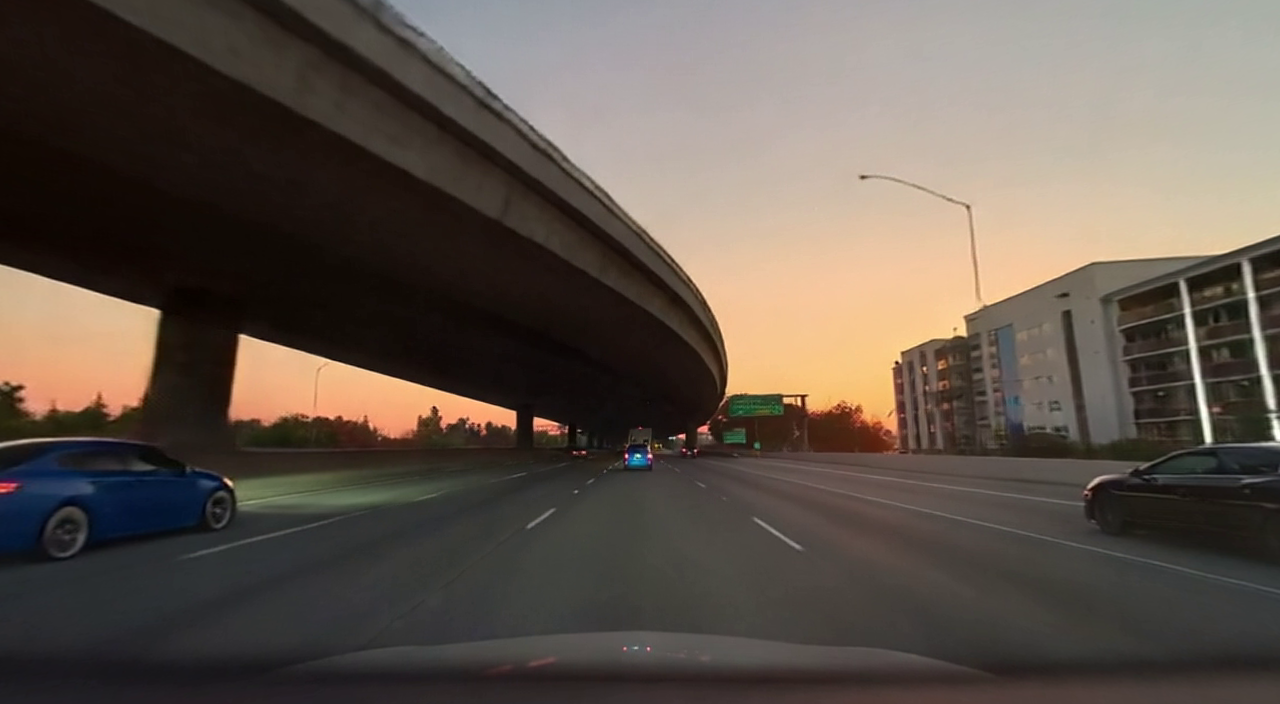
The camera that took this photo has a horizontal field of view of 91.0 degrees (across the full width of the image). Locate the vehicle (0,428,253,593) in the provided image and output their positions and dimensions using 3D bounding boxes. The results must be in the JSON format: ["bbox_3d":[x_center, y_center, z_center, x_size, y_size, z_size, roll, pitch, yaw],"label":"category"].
[{"bbox_3d":[-6.755,1.650,7.159,1.978,1.477,4.239,0,-8,0],"label":"vehicle"}]

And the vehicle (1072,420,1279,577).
[{"bbox_3d":[7.114,1.471,6.470,1.937,1.498,4.710,0,-8,-1],"label":"vehicle"}]

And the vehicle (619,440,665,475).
[{"bbox_3d":[0.082,4.966,29.887,2.036,1.542,3.891,0,-8,0],"label":"vehicle"}]
